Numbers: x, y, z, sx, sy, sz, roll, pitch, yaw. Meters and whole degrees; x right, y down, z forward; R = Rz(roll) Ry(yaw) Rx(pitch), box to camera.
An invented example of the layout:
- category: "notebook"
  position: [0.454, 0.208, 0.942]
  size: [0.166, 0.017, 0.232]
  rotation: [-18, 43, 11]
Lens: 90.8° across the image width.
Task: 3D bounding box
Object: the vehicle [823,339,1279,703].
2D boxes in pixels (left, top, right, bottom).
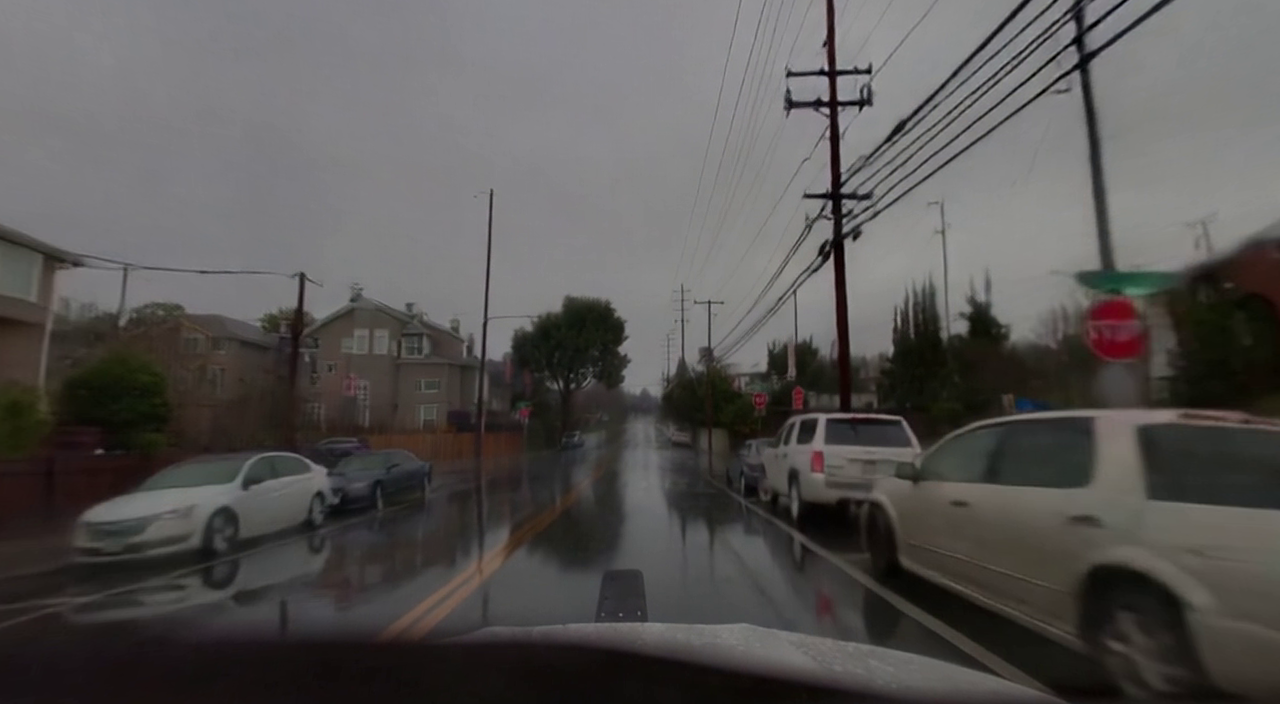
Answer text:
- category: "vehicle"
  position: [3.283, 1.211, 5.010]
  size: [2.086, 1.759, 5.461]
  rotation: [0, -8, 1]

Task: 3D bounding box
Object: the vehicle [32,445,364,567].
- category: "vehicle"
  position: [-6.383, 2.207, 9.995]
  size: [2.098, 1.454, 4.449]
  rotation: [0, -8, -1]
